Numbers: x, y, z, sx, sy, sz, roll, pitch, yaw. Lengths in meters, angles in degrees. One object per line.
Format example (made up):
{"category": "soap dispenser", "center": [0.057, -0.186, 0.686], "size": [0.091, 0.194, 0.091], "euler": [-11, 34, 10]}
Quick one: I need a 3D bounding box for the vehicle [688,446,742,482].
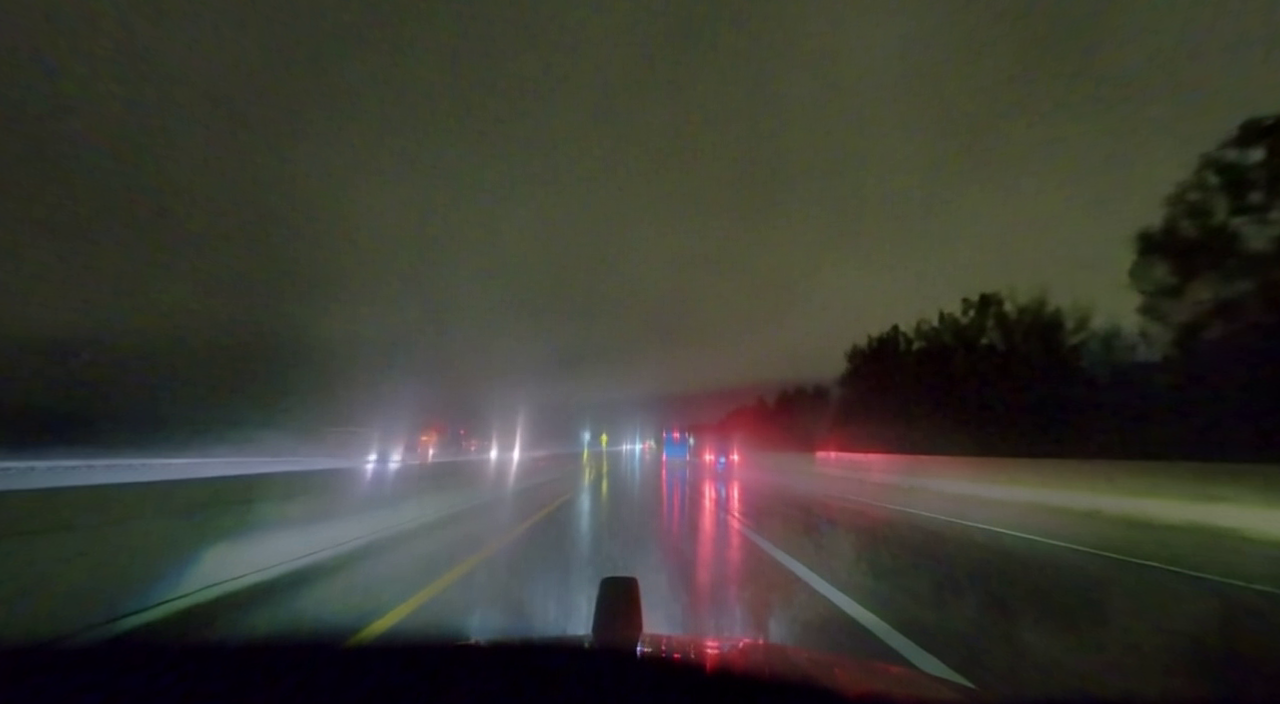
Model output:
{"category": "vehicle", "center": [3.318, 5.013, 28.356], "size": [1.836, 1.459, 3.766], "euler": [0, -9, -2]}

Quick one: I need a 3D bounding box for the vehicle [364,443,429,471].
{"category": "vehicle", "center": [-13.740, 5.926, 35.755], "size": [1.886, 1.475, 4.427], "euler": [0, -9, 0]}

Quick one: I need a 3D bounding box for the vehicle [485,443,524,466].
{"category": "vehicle", "center": [-9.597, 7.268, 44.758], "size": [1.876, 1.500, 3.973], "euler": [0, -9, 0]}
